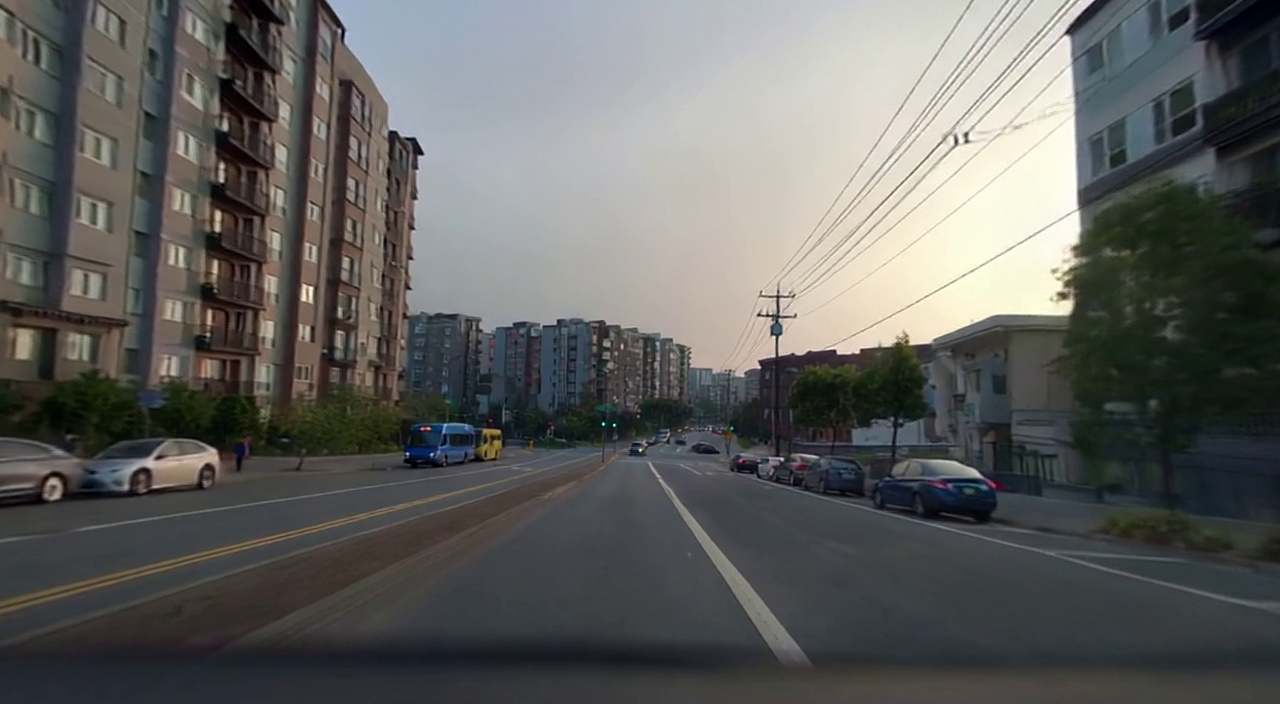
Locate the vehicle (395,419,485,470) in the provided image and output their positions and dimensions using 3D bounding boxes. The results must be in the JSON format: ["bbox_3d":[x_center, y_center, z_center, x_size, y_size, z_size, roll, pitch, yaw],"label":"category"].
[{"bbox_3d":[-14.296,6.790,46.406,3.060,3.307,9.997,0,-8,2],"label":"vehicle"}]

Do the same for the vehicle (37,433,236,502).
[{"bbox_3d":[-14.594,3.338,18.816,2.107,1.771,4.871,0,-8,-4],"label":"vehicle"}]

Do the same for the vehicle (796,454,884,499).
[{"bbox_3d":[7.768,4.863,25.066,1.997,1.517,4.755,0,-8,1],"label":"vehicle"}]

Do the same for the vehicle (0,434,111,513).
[{"bbox_3d":[-14.525,2.585,13.482,2.124,1.626,4.908,0,-8,1],"label":"vehicle"}]

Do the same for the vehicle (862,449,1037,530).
[{"bbox_3d":[7.728,3.420,16.449,2.143,1.731,4.781,0,-8,0],"label":"vehicle"}]
